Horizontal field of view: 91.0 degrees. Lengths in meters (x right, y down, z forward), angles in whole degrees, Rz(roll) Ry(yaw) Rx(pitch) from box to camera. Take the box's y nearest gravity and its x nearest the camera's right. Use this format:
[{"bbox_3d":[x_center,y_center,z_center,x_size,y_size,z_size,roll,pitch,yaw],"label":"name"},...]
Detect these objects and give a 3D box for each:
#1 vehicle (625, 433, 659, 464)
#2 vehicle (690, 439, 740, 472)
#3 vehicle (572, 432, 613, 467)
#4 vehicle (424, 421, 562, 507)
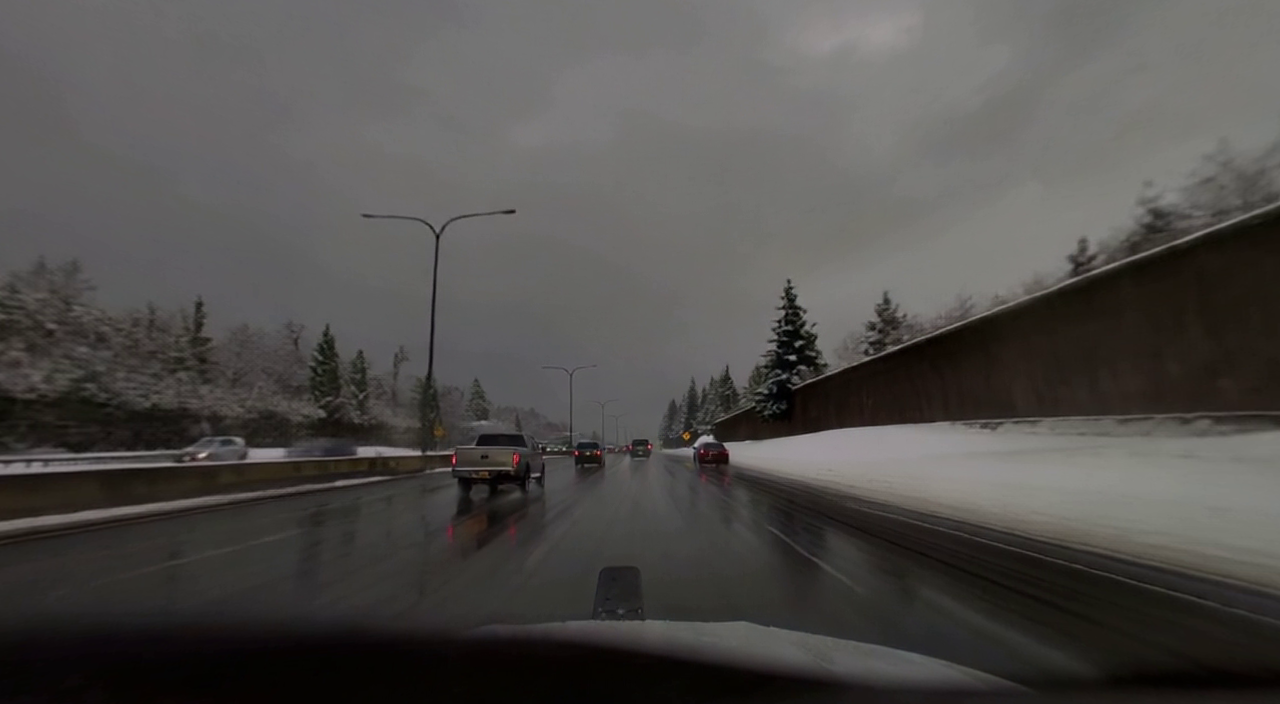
[{"bbox_3d":[0.182,7.497,49.029,2.485,2.215,5.199,0,-9,0],"label":"vehicle"},{"bbox_3d":[4.132,5.830,35.614,2.224,1.752,4.487,0,-9,-1],"label":"vehicle"},{"bbox_3d":[-3.128,6.544,42.356,2.378,2.214,4.352,0,-9,0],"label":"vehicle"},{"bbox_3d":[-3.484,2.813,16.267,2.184,1.819,5.441,0,-9,1],"label":"vehicle"}]
